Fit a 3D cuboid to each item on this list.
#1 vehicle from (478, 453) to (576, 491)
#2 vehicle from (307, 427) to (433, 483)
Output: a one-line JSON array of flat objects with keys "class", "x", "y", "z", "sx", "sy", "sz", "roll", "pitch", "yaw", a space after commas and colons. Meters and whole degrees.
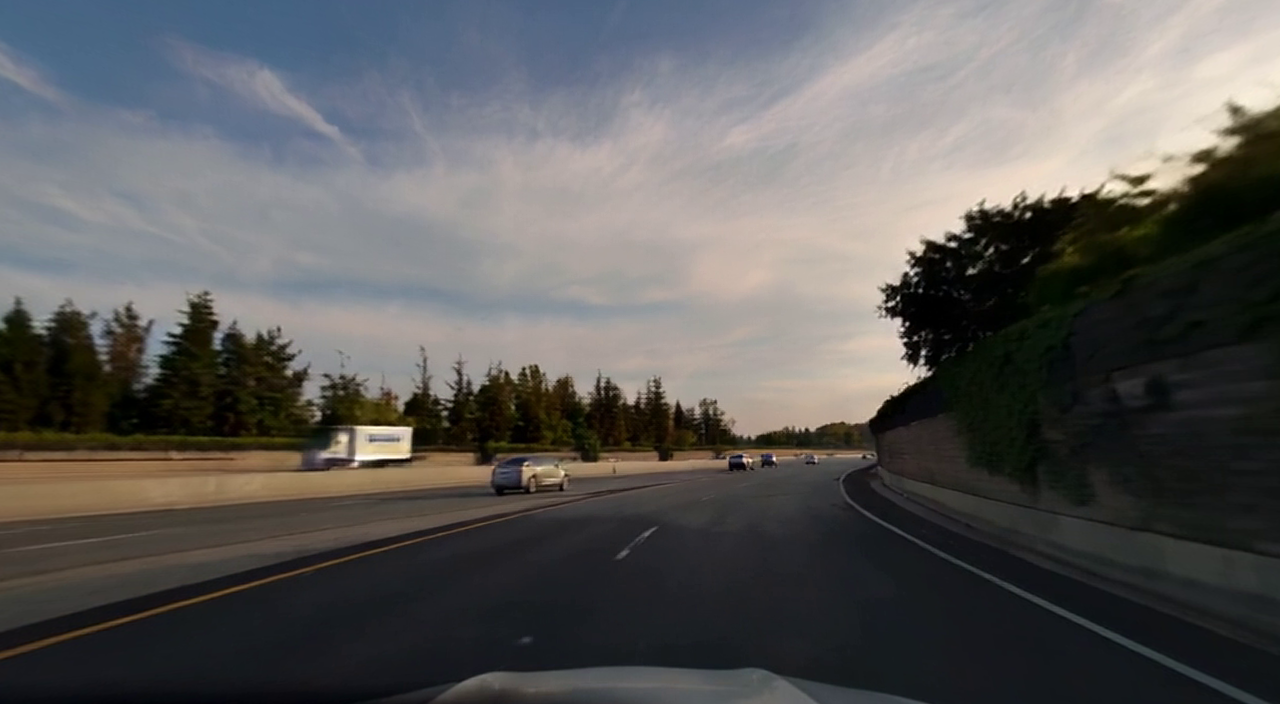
[{"class": "vehicle", "x": -4.703, "y": 5.100, "z": 27.178, "sx": 1.699, "sy": 1.461, "sz": 4.924, "roll": -4, "pitch": -10, "yaw": 23}, {"class": "vehicle", "x": -16.217, "y": 6.249, "z": 38.519, "sx": 2.561, "sy": 3.028, "sz": 7.213, "roll": -4, "pitch": -10, "yaw": 23}]
